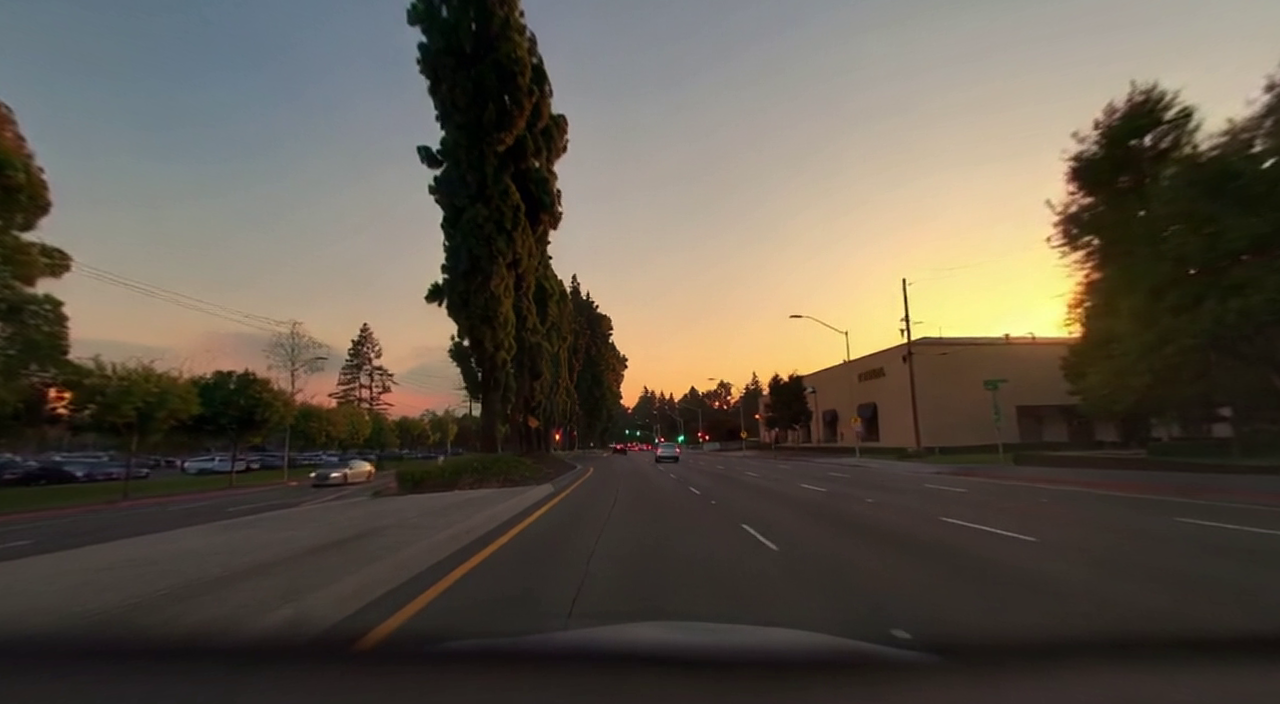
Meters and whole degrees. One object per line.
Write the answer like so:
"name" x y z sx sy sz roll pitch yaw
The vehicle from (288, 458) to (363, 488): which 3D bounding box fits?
"vehicle" -18.167 7.001 36.765 1.914 1.524 4.768 0 -9 -1
